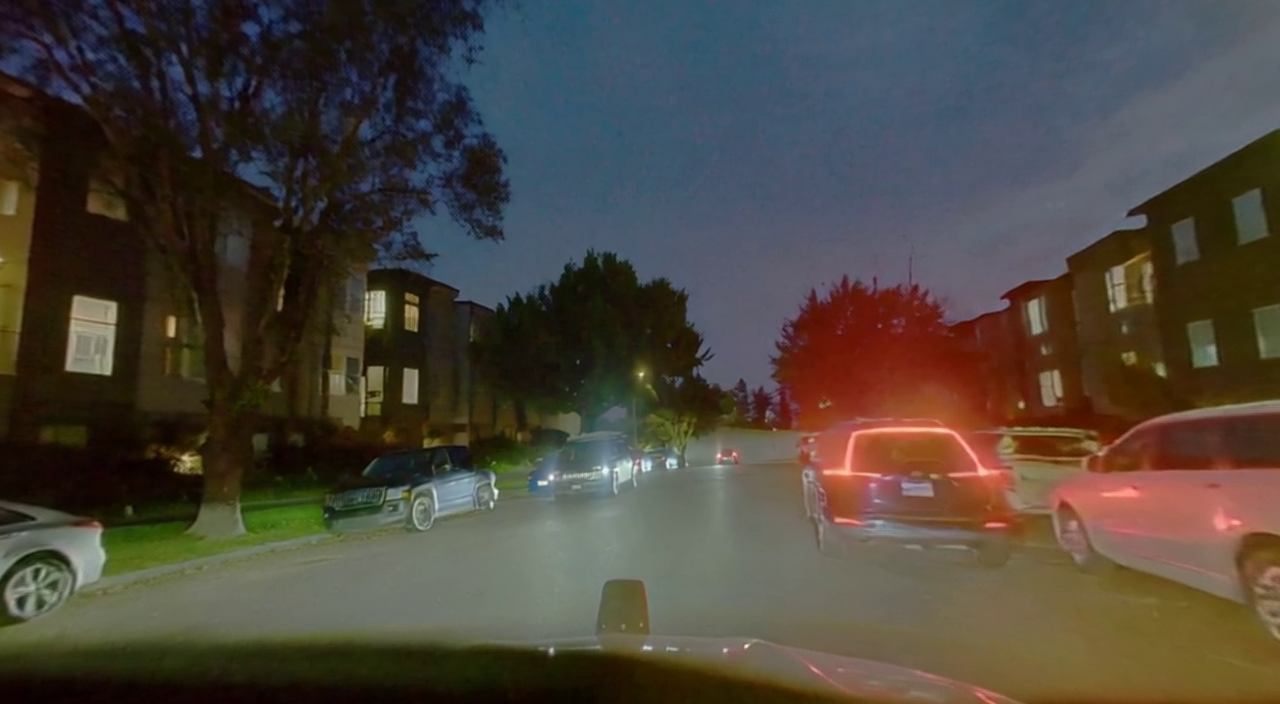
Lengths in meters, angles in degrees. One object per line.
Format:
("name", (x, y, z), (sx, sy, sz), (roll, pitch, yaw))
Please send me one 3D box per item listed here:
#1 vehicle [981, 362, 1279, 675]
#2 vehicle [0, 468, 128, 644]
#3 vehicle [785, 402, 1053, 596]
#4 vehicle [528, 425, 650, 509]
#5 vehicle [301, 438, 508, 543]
("vehicle", (4.992, 1.187, 5.201), (2.082, 1.799, 5.207), (-2, -8, 8))
("vehicle", (-6.539, 1.639, 4.463), (1.859, 1.432, 4.315), (-2, -8, 8))
("vehicle", (3.125, 1.714, 8.411), (2.055, 1.717, 5.172), (-2, -8, 11))
("vehicle", (-1.268, 3.250, 18.326), (2.197, 2.047, 4.985), (-2, -9, 11))
("vehicle", (-4.592, 2.735, 13.243), (2.002, 1.774, 4.568), (-2, -8, 9))
